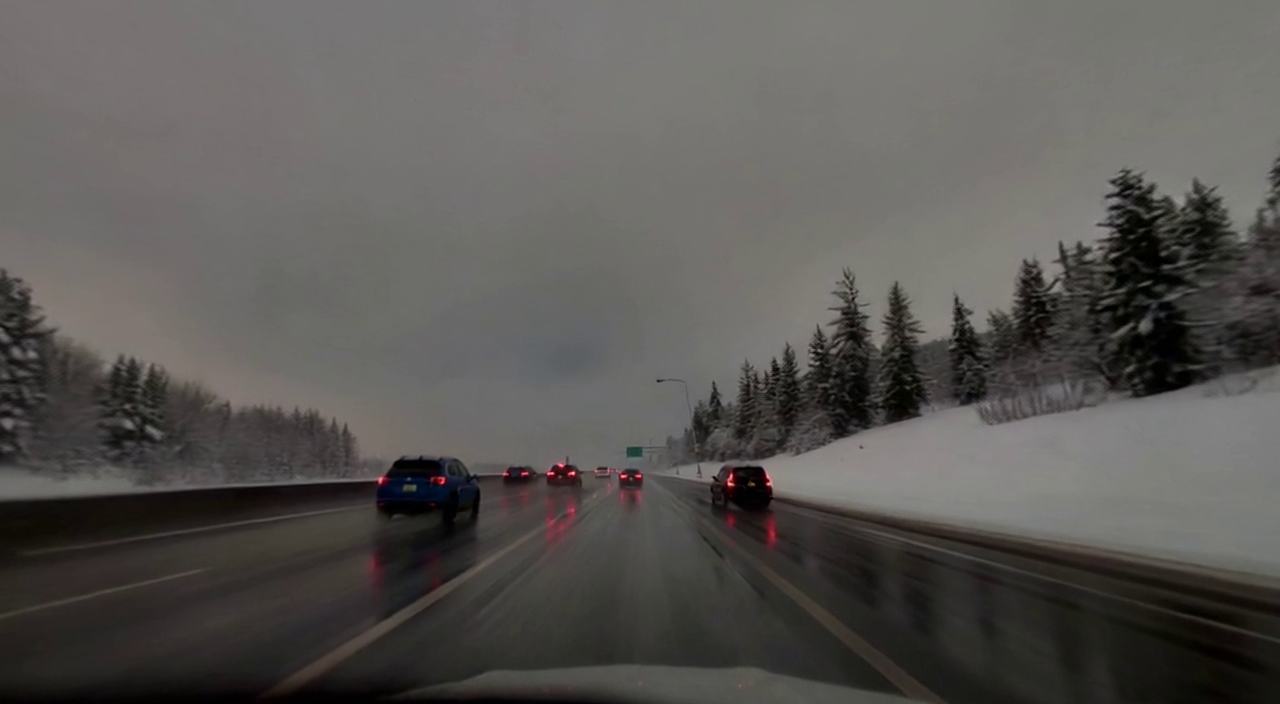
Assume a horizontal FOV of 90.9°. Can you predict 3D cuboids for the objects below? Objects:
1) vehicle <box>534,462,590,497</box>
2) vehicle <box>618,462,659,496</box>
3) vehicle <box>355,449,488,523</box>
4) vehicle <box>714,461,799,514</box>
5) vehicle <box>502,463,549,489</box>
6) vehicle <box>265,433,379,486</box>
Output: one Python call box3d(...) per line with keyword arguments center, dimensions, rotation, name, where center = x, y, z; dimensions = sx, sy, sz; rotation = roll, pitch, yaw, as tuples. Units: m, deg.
box3d(center=(-3.716, 6.231, 30.914), dimensions=(2.102, 1.521, 4.687), rotation=(1, -11, 0), name="vehicle")
box3d(center=(-0.066, 6.587, 32.765), dimensions=(1.992, 1.601, 3.762), rotation=(1, -11, 0), name="vehicle")
box3d(center=(-5.690, 3.584, 17.144), dimensions=(2.069, 1.699, 4.452), rotation=(1, -11, -1), name="vehicle")
box3d(center=(3.783, 4.511, 21.233), dimensions=(1.992, 1.557, 4.017), rotation=(1, -11, -2), name="vehicle")
box3d(center=(-7.418, 8.105, 41.244), dimensions=(2.142, 1.545, 4.708), rotation=(1, -11, 1), name="vehicle")
box3d(center=(-23.284, 8.106, 47.082), dimensions=(2.994, 3.455, 10.568), rotation=(1, -11, 0), name="vehicle")
